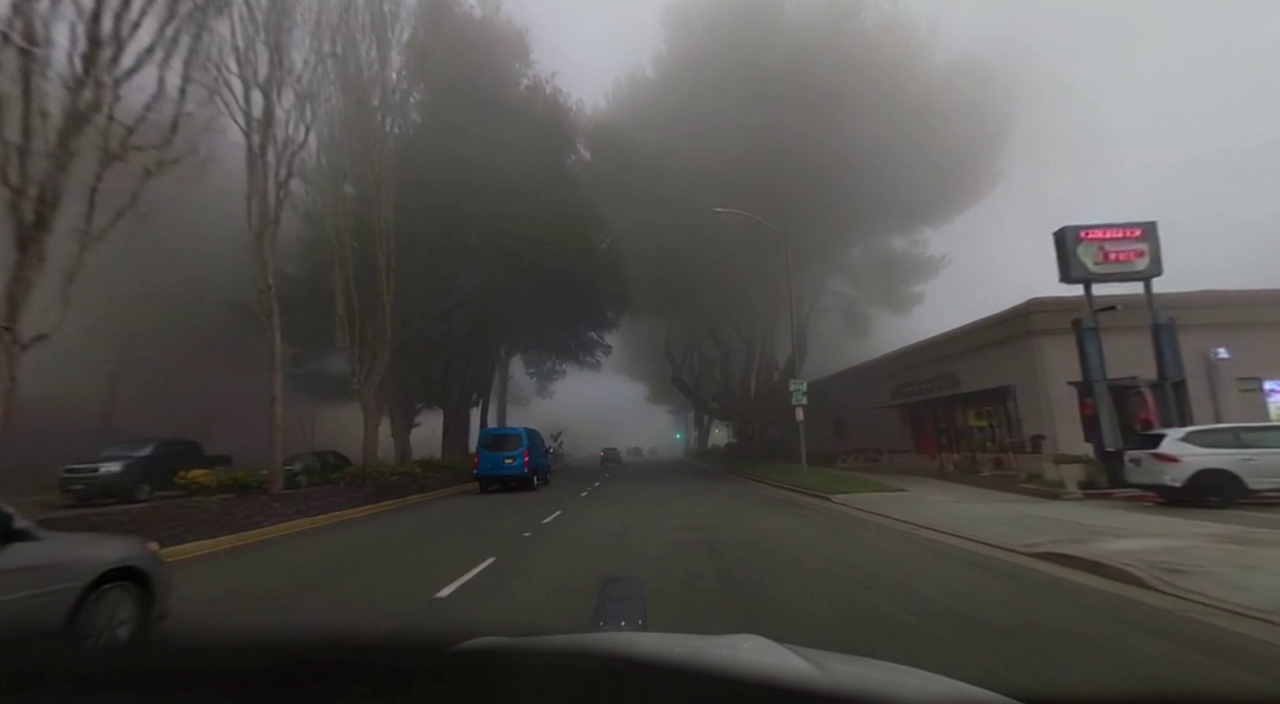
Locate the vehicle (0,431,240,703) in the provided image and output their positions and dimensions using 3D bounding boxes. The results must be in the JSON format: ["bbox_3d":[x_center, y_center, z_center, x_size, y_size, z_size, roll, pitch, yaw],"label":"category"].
[{"bbox_3d":[-3.737,0.949,2.001,1.959,1.406,4.550,0,-8,-1],"label":"vehicle"}]

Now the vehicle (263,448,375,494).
[{"bbox_3d":[-11.217,4.153,22.313,1.812,1.405,4.305,0,-8,-2],"label":"vehicle"}]

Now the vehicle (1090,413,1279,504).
[{"bbox_3d":[11.226,1.894,11.323,4.607,1.471,1.982,0,-8,2],"label":"vehicle"}]

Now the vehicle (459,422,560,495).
[{"bbox_3d":[-3.933,3.323,19.910,2.152,1.987,4.952,0,-8,0],"label":"vehicle"}]
